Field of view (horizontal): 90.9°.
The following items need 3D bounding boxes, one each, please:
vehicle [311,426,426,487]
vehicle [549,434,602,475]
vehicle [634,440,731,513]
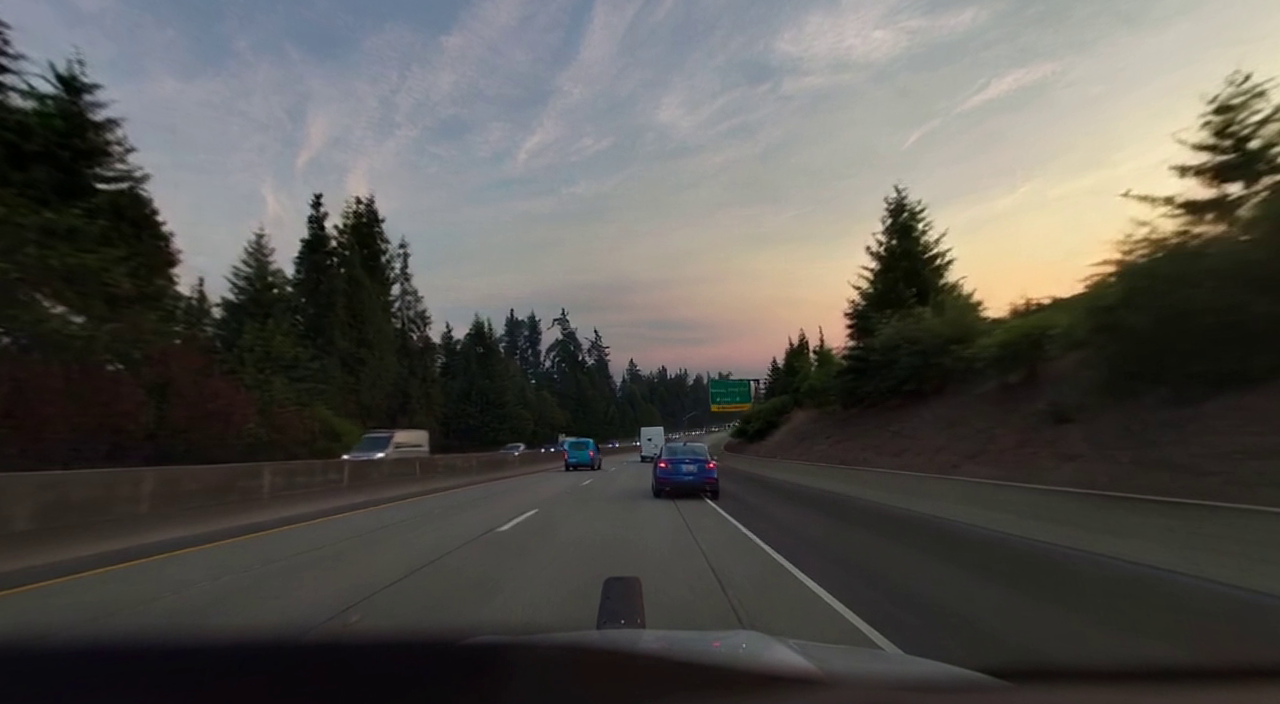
[{"bbox_3d":[-12.242,4.791,29.135,2.277,2.448,6.533,0,-9,1],"label":"vehicle"},{"bbox_3d":[-3.422,5.579,34.453,2.217,2.033,4.975,0,-9,2],"label":"vehicle"},{"bbox_3d":[0.873,2.853,14.901,2.012,1.485,3.649,0,-9,0],"label":"vehicle"}]
